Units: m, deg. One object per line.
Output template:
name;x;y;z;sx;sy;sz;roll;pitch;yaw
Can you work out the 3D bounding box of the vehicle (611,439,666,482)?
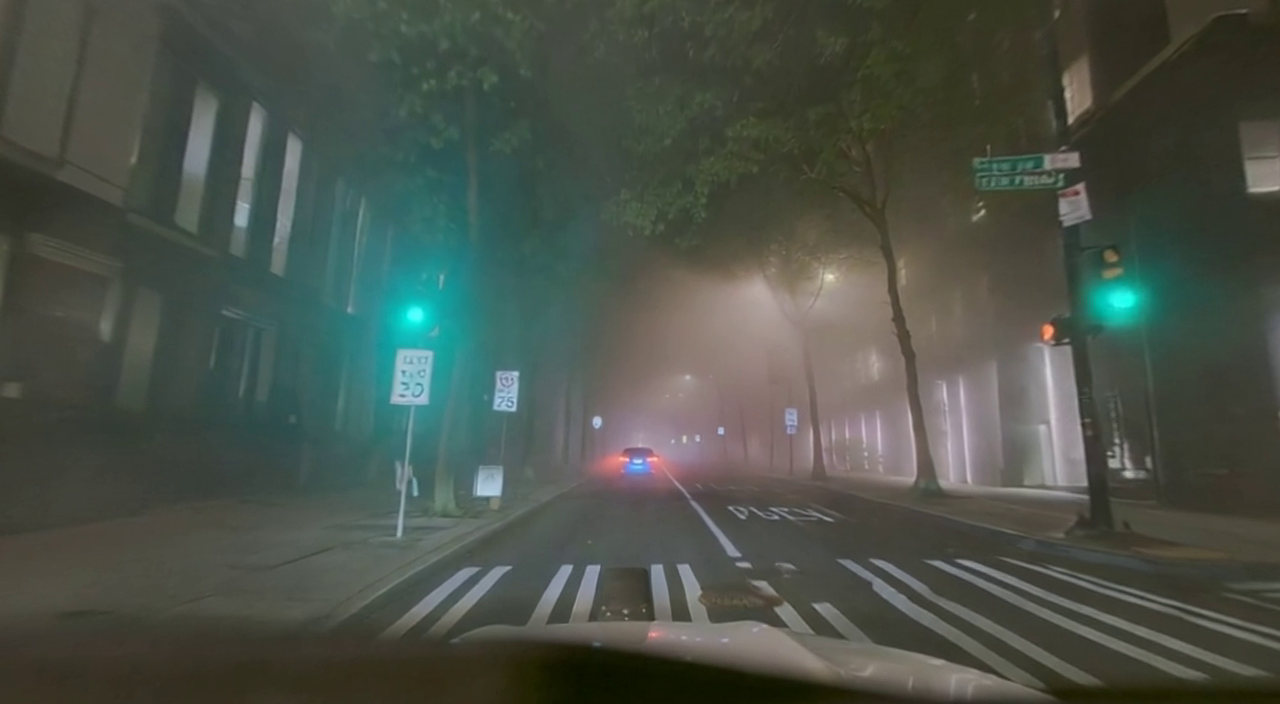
vehicle;-0.090;4.431;25.933;2.079;1.621;3.861;0;-9;-1
